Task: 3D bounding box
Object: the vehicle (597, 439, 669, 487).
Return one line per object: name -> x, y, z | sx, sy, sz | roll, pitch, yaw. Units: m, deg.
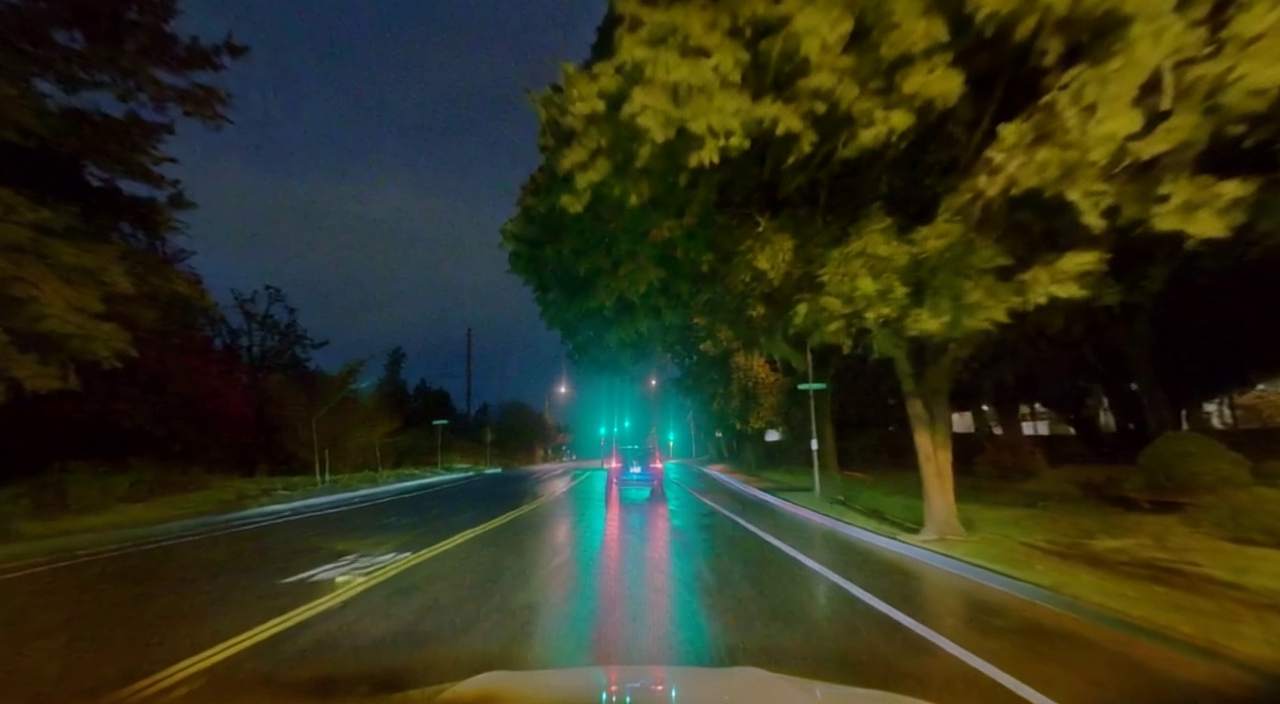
vehicle -> -0.217, 3.867, 22.418 | 2.295, 1.510, 4.364 | 0, -8, 0
